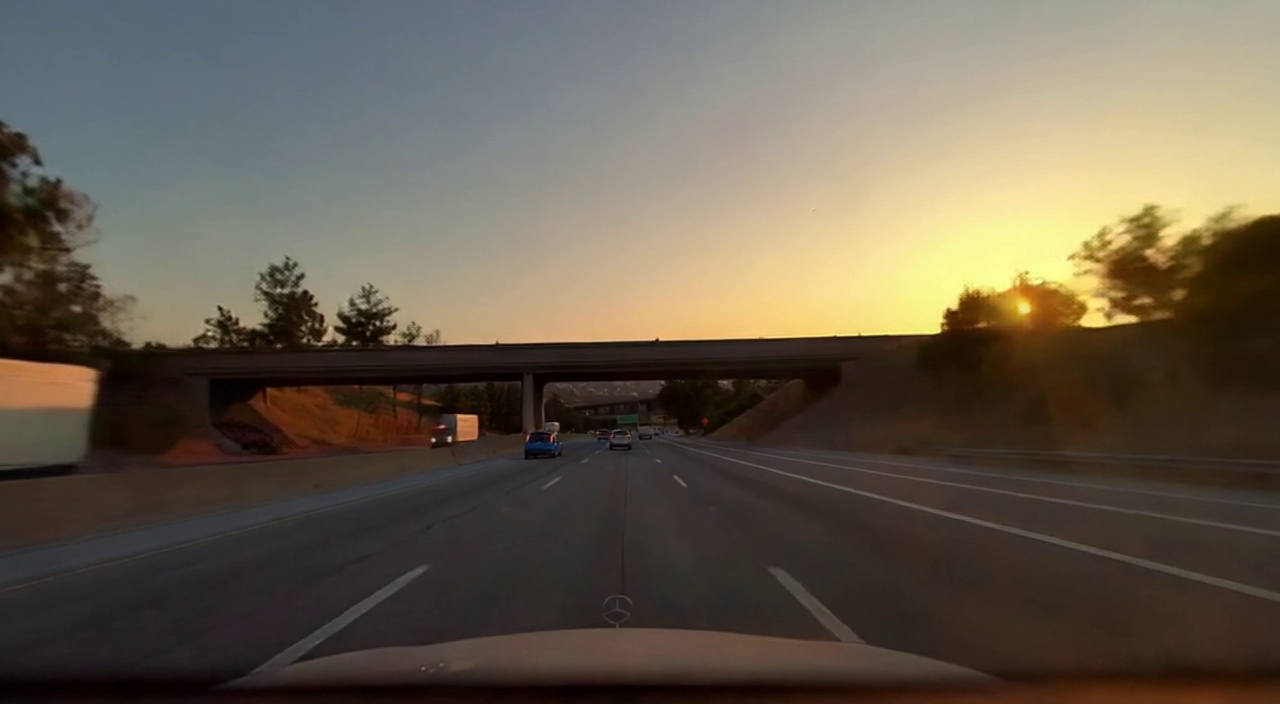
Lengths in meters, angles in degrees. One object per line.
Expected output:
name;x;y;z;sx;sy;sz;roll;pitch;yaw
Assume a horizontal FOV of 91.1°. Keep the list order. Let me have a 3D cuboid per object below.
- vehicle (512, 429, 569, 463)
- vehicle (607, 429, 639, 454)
vehicle;-4.798;4.606;30.961;2.017;1.537;4.496;0;-8;0
vehicle;-1.120;6.123;43.253;2.116;1.625;4.004;0;-8;0
